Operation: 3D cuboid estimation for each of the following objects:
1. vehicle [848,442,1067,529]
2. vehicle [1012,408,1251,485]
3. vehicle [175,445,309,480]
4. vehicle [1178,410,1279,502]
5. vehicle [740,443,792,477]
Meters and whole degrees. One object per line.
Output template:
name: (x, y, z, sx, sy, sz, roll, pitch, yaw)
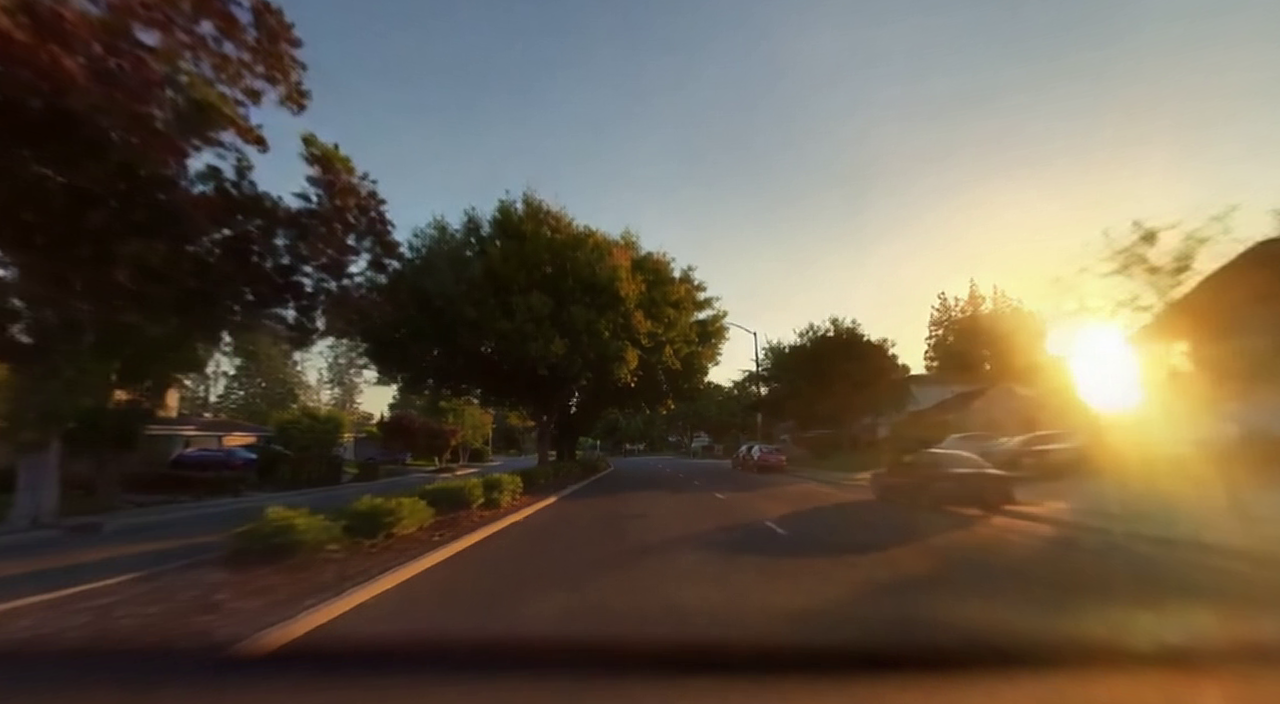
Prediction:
vehicle: (6.468, 2.744, 13.749, 2.042, 1.511, 5.029, 0, -9, -2)
vehicle: (14.973, 2.923, 19.557, 5.355, 1.853, 2.257, -4, -9, 0)
vehicle: (-21.178, 5.870, 33.793, 5.659, 1.769, 2.073, 0, -9, -2)
vehicle: (13.307, 1.945, 11.957, 1.978, 1.738, 4.734, -2, -9, -1)
vehicle: (6.794, 5.878, 34.599, 1.996, 1.745, 4.556, 0, -9, 1)
